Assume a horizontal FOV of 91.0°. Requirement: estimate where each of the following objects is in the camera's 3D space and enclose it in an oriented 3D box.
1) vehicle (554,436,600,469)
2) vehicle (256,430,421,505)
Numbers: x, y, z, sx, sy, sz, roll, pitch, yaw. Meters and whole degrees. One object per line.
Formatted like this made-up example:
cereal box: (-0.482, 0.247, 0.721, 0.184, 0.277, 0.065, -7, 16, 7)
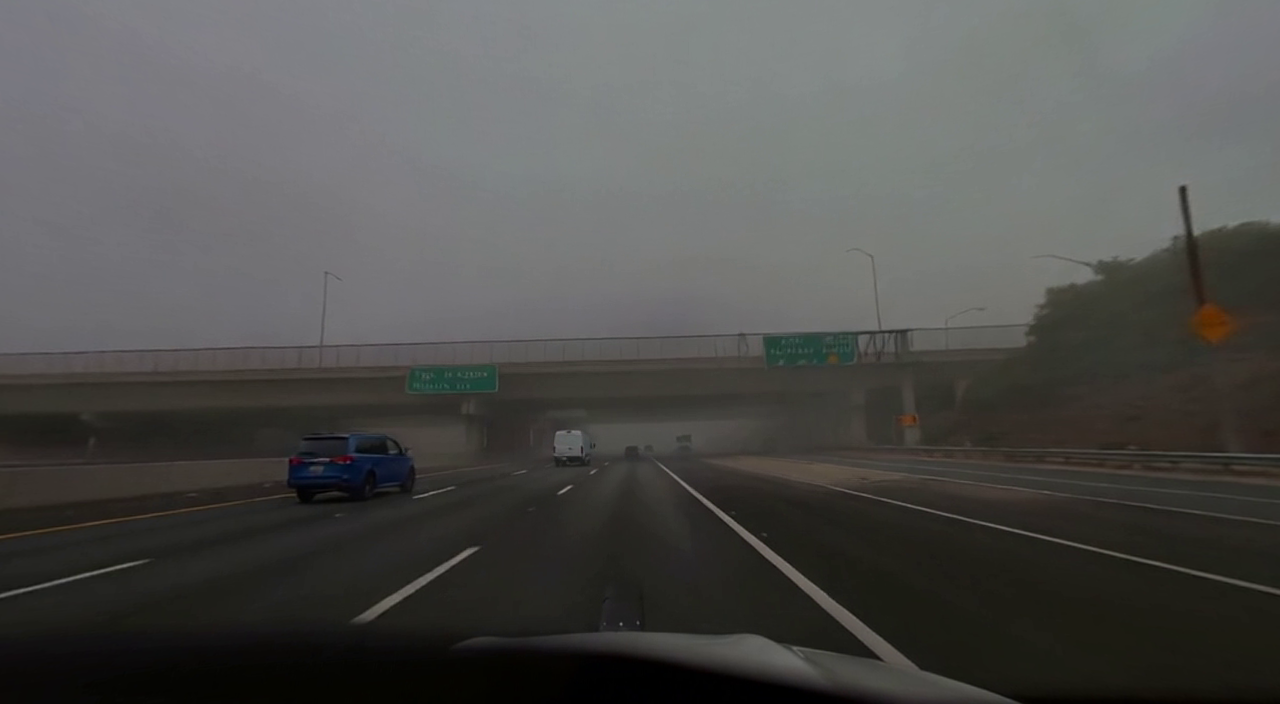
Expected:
vehicle: (-3.694, 6.028, 37.841, 2.144, 1.847, 4.850, 0, -8, 1)
vehicle: (-7.766, 3.016, 16.886, 2.092, 1.712, 4.627, 0, -8, 0)
